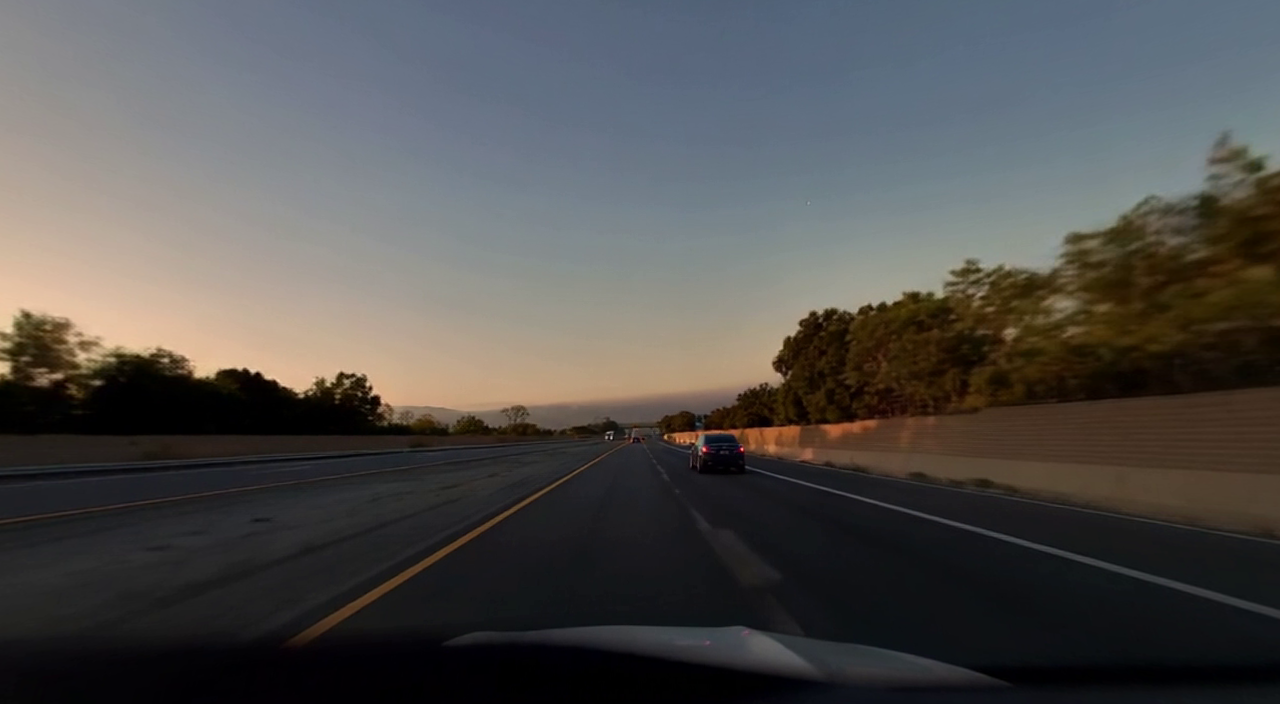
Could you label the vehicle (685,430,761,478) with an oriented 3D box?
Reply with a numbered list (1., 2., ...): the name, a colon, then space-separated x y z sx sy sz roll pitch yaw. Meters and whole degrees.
1. vehicle: 2.943 3.712 23.274 2.084 1.583 4.420 0 -8 -1
